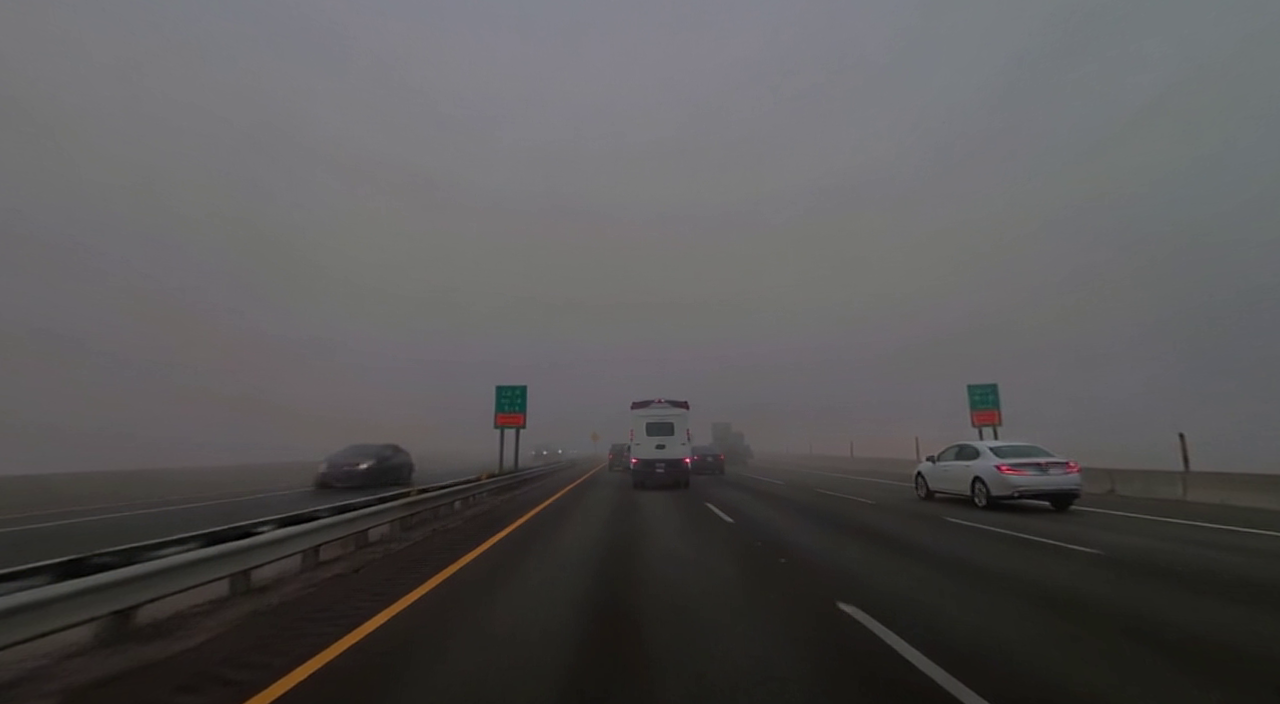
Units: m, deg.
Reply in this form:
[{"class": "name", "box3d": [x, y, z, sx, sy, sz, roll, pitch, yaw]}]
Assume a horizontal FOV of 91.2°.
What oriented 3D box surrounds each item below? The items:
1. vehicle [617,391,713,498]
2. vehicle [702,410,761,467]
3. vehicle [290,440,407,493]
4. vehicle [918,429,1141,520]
[{"class": "vehicle", "box3d": [0.959, 2.881, 19.450, 2.506, 2.743, 6.093, -1, -9, 6]}, {"class": "vehicle", "box3d": [6.916, 6.833, 48.989, 2.928, 3.900, 10.014, 0, -9, 0]}, {"class": "vehicle", "box3d": [-9.647, 3.800, 21.167, 1.918, 1.578, 4.140, 0, -9, 0]}, {"class": "vehicle", "box3d": [7.528, 2.385, 12.670, 1.988, 1.534, 3.763, 0, -9, -2]}]
